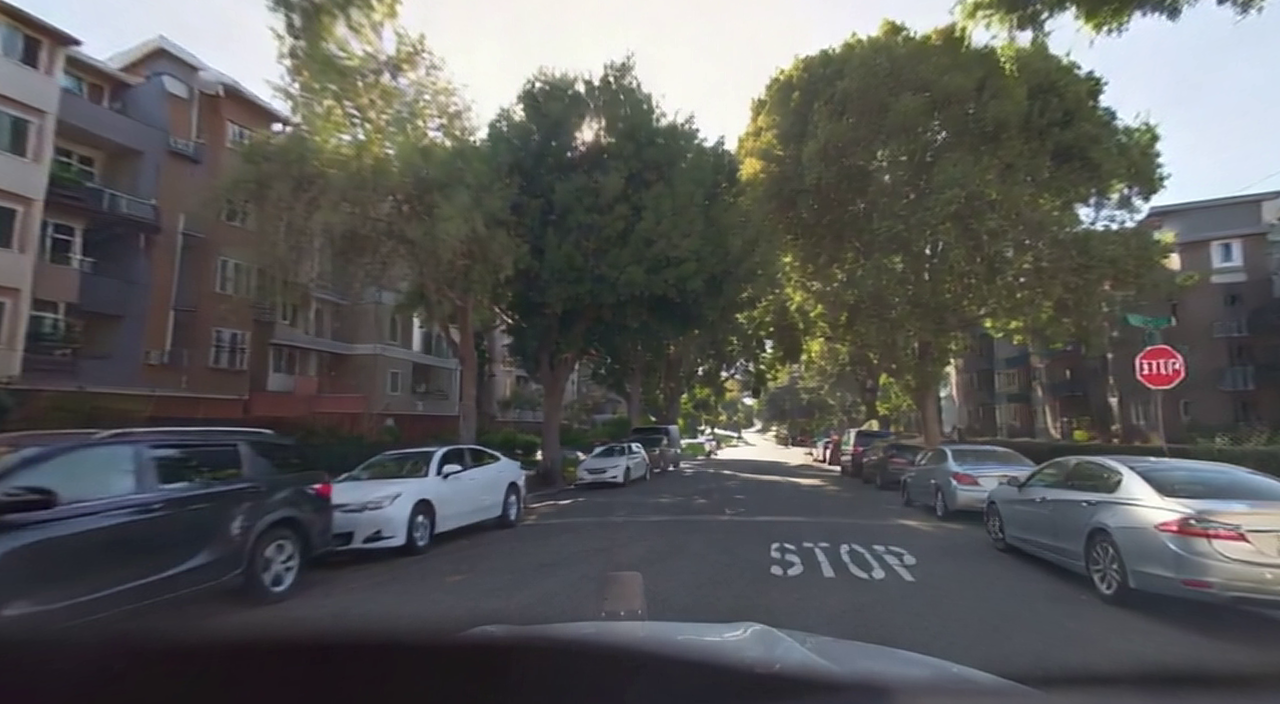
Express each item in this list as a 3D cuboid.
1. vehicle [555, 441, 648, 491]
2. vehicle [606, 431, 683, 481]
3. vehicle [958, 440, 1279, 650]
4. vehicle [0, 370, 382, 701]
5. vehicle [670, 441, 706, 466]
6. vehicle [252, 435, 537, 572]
[{"bbox_3d":[-1.137,3.692,20.972,1.921,1.463,4.313,-2,-8,13],"label":"vehicle"},{"bbox_3d":[0.347,4.355,27.143,2.229,1.869,5.791,-3,-8,11],"label":"vehicle"},{"bbox_3d":[5.156,1.650,6.553,2.084,1.441,4.402,-1,-8,10],"label":"vehicle"},{"bbox_3d":[-4.169,1.168,4.706,1.946,1.744,4.584,-1,-8,10],"label":"vehicle"},{"bbox_3d":[3.166,6.542,41.053,1.939,1.513,4.401,-1,-8,9],"label":"vehicle"},{"bbox_3d":[-3.213,2.038,9.575,1.902,1.478,4.696,-2,-7,9],"label":"vehicle"}]
